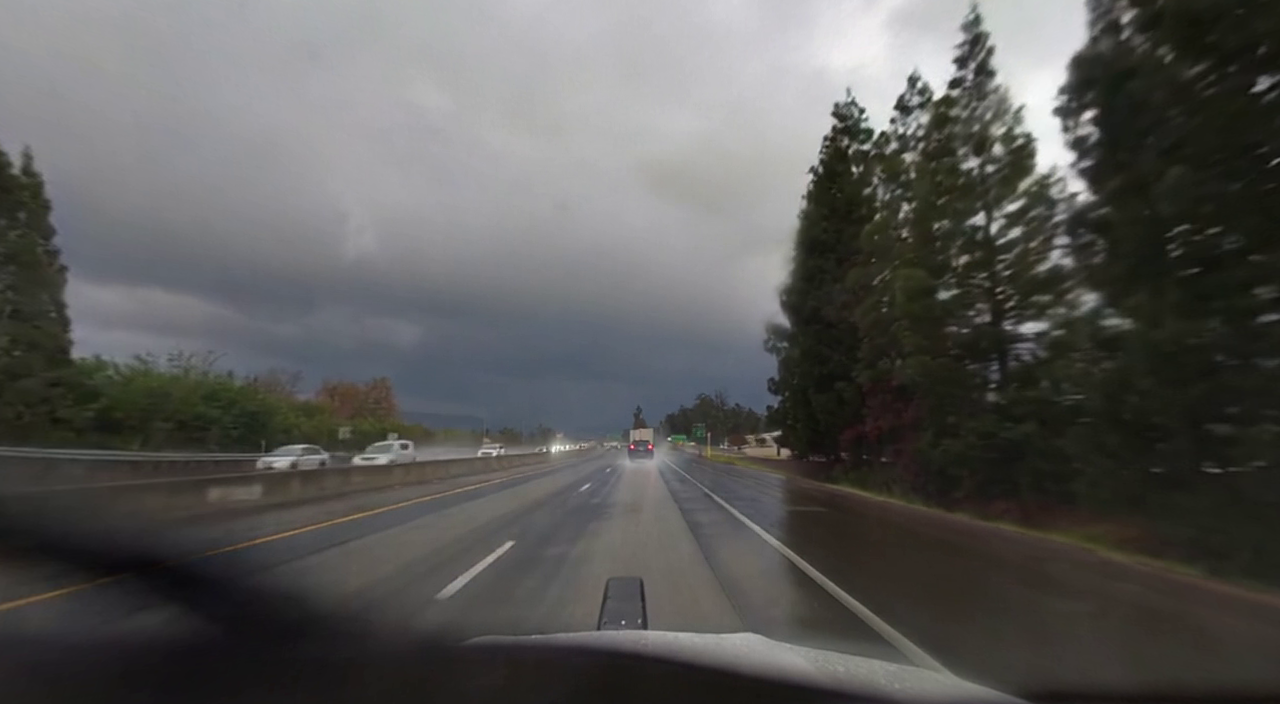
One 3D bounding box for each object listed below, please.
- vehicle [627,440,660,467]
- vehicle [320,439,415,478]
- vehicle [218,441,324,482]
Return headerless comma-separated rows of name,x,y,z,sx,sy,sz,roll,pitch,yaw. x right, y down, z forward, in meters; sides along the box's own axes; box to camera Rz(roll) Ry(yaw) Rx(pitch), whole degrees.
vehicle,0.201,6.576,40.980,2.029,1.666,4.064,0,-8,-1
vehicle,-13.574,5.317,31.771,2.227,1.784,5.689,0,-8,0
vehicle,-18.046,5.340,31.020,2.208,1.872,4.899,0,-8,1
